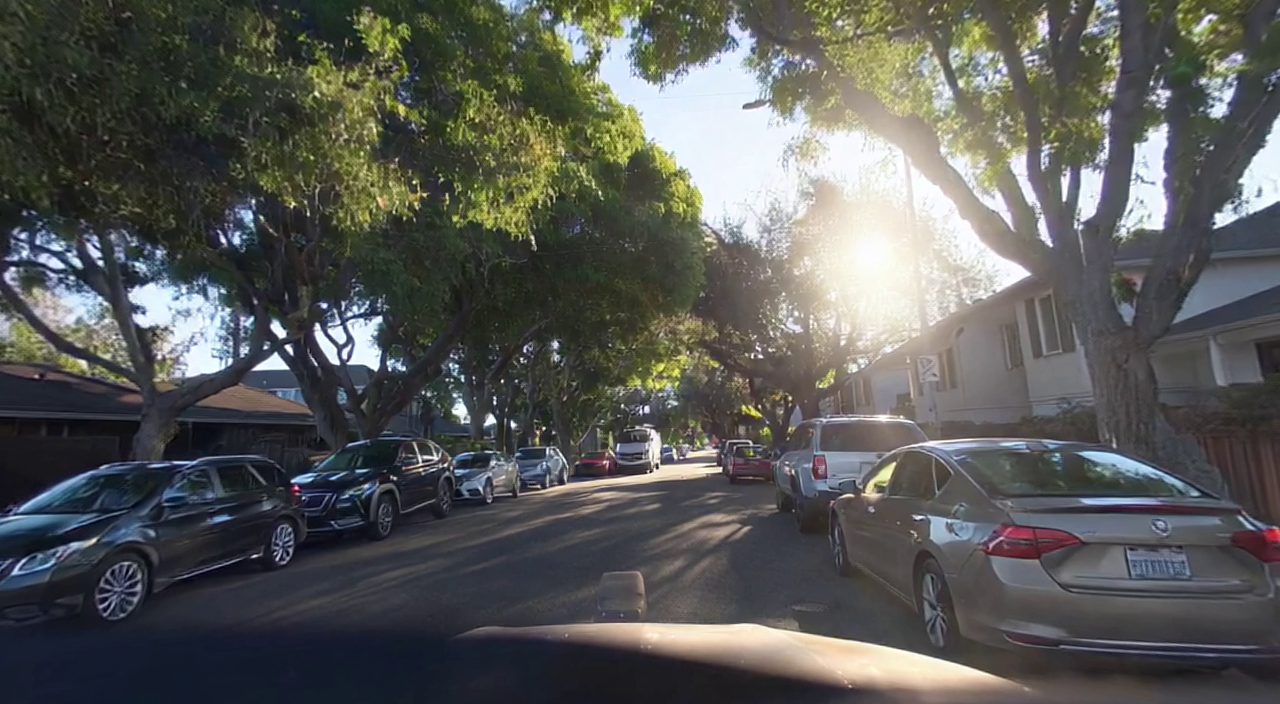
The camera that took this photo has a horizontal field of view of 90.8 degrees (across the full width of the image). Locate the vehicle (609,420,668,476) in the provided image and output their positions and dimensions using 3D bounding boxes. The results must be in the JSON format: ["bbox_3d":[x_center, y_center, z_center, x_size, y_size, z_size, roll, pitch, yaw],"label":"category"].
[{"bbox_3d":[0.064,5.537,36.401,2.716,2.887,6.781,-1,-8,5],"label":"vehicle"}]

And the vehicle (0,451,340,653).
[{"bbox_3d":[-5.533,1.919,7.239,1.855,1.510,4.406,0,-8,3],"label":"vehicle"}]

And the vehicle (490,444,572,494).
[{"bbox_3d":[-4.270,4.669,25.774,2.002,1.781,5.380,-1,-8,4],"label":"vehicle"}]

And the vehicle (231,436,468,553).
[{"bbox_3d":[-5.277,2.617,12.501,2.203,1.815,4.972,0,-8,1],"label":"vehicle"}]

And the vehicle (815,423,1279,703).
[{"bbox_3d":[2.922,1.370,4.969,1.992,1.456,4.610,0,-8,3],"label":"vehicle"}]

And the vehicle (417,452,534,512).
[{"bbox_3d":[-4.658,3.723,18.701,1.861,1.474,4.749,-1,-8,5],"label":"vehicle"}]
